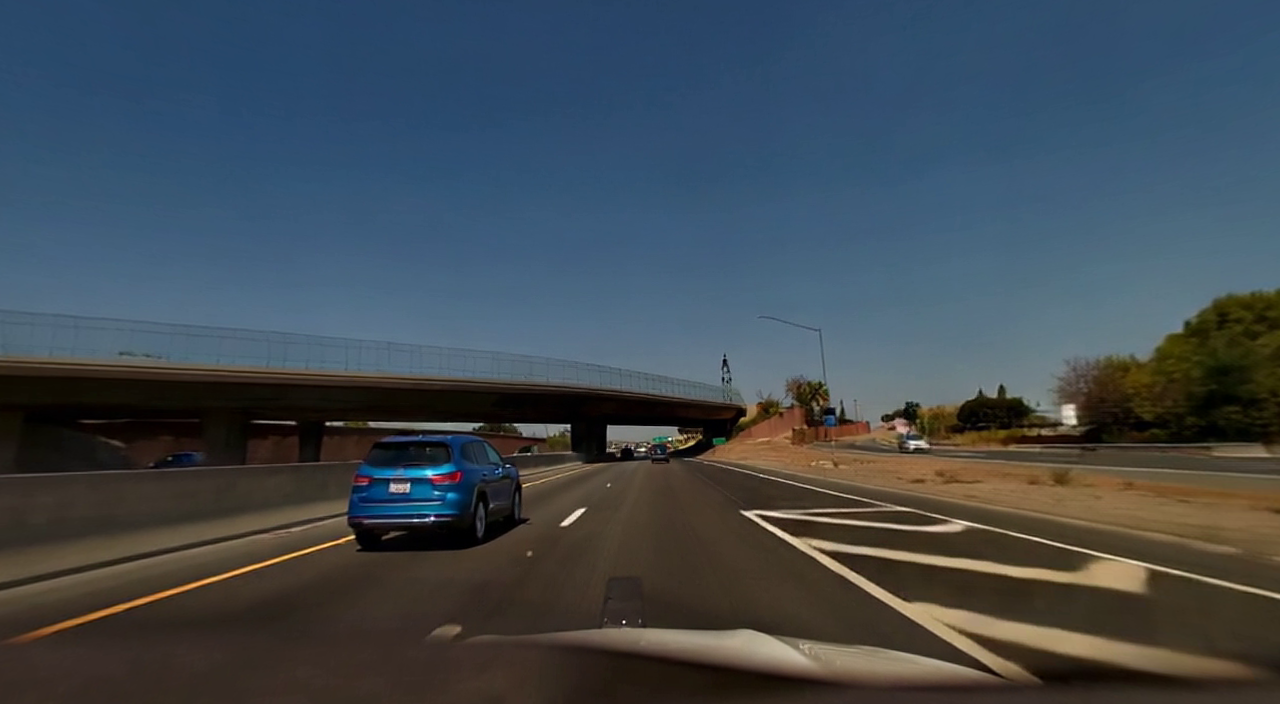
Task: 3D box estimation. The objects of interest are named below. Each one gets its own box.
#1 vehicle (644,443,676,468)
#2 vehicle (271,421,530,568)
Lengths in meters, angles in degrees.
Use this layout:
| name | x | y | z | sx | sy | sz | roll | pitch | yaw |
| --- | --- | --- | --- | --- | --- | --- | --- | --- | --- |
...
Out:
| name | x | y | z | sx | sy | sz | roll | pitch | yaw |
| --- | --- | --- | --- | --- | --- | --- | --- | --- | --- |
| vehicle | 1.309 | 7.039 | 43.135 | 2.073 | 1.621 | 3.993 | -1 | -8 | 1 |
| vehicle | -3.216 | 2.009 | 9.716 | 2.143 | 1.693 | 4.513 | -1 | -9 | 1 |
